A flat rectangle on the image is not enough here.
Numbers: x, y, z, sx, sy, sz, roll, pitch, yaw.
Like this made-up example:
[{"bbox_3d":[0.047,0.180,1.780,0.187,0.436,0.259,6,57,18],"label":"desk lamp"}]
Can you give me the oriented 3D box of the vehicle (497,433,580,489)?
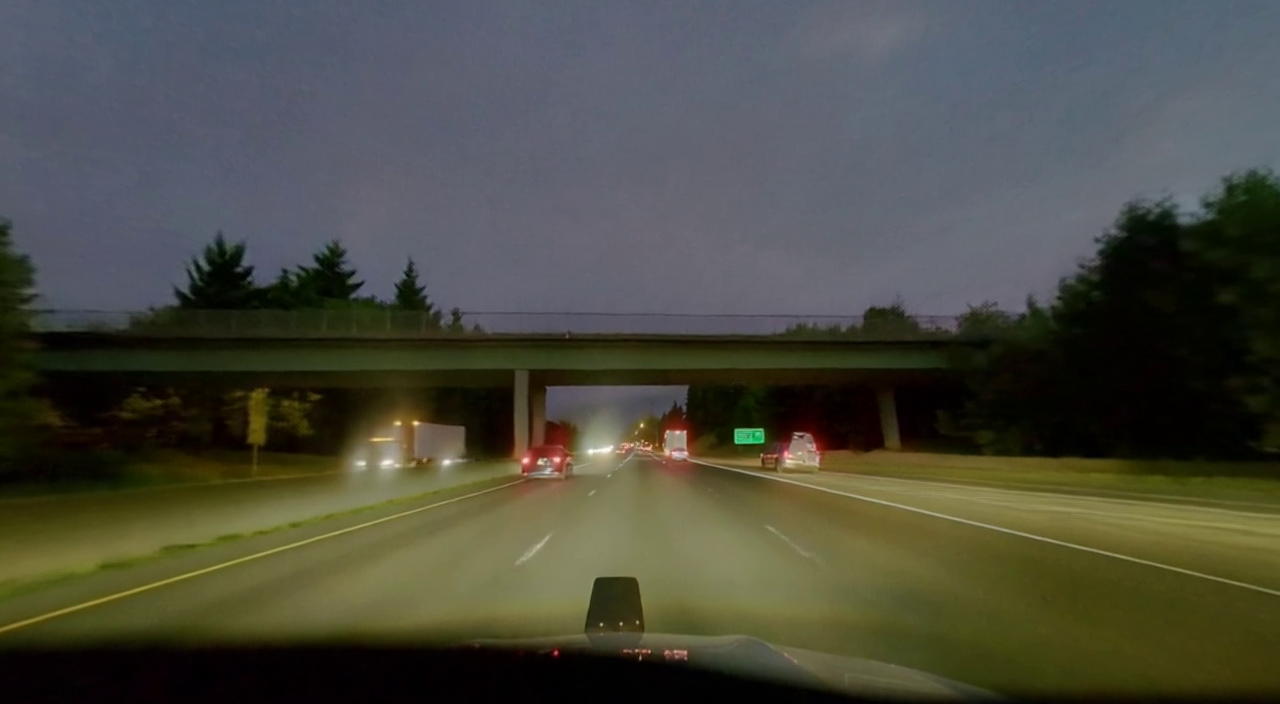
[{"bbox_3d":[-3.545,3.915,22.911,2.238,1.792,4.518,0,-9,0],"label":"vehicle"}]
